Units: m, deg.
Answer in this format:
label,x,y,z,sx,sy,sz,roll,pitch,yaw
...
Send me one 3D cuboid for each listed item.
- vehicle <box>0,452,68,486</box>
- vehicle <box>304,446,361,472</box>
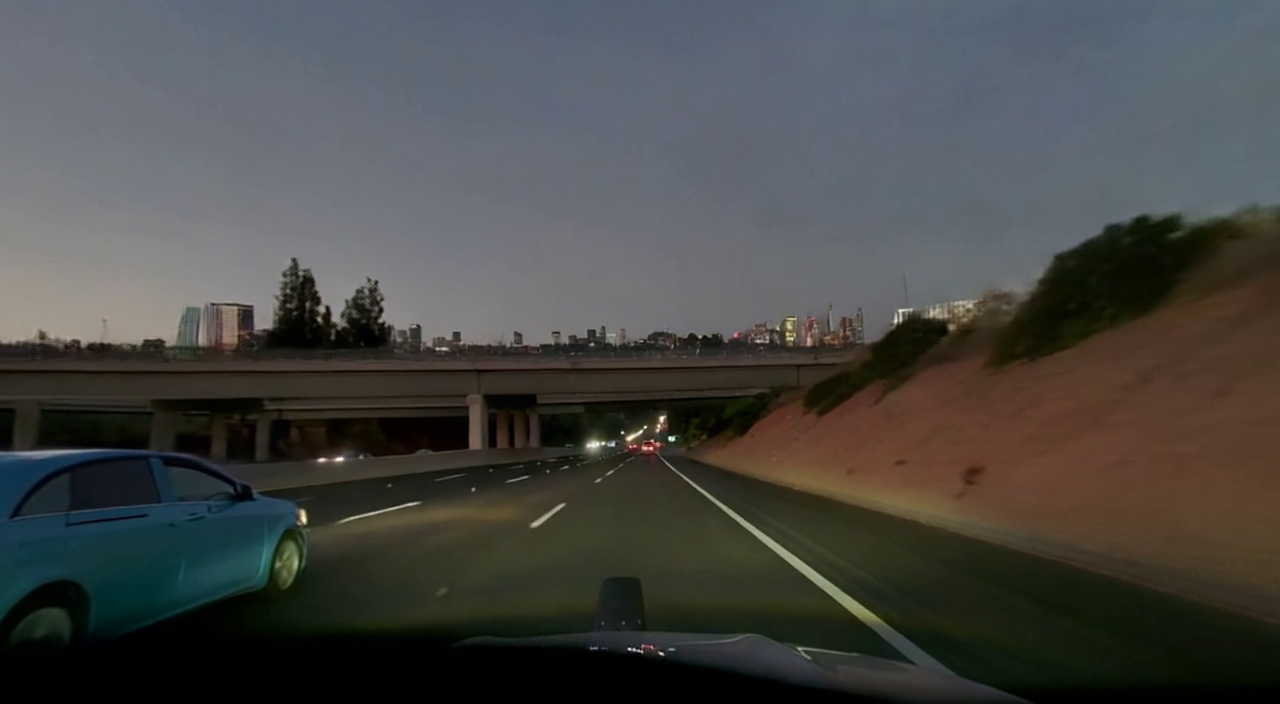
label,x,y,z,sx,sy,sz,roll,pitch,yaw
vehicle,-27.954,5.169,28.012,1.644,1.420,3.518,-1,-8,2
vehicle,-16.592,5.771,34.191,1.441,1.325,3.178,0,-8,0
